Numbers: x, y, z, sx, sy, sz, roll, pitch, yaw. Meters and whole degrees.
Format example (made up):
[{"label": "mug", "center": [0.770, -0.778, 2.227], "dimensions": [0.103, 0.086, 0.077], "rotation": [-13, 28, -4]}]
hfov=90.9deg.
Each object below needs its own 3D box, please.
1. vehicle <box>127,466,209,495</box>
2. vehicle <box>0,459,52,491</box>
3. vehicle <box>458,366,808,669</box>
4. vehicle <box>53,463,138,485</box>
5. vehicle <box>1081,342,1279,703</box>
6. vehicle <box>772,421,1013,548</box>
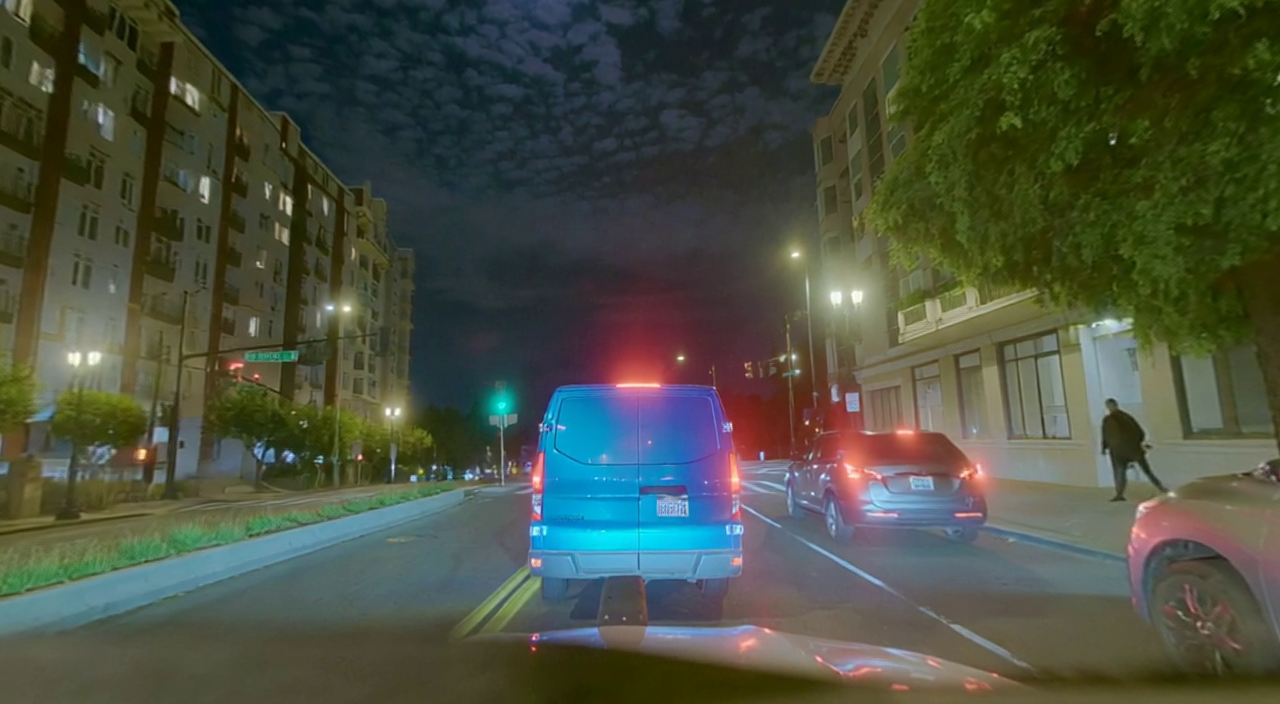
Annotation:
[{"label": "vehicle", "center": [-33.262, 9.067, 44.514], "dimensions": [4.292, 1.492, 1.772], "rotation": [-6, -14, -1]}, {"label": "vehicle", "center": [-35.544, 6.837, 35.154], "dimensions": [3.843, 1.680, 1.782], "rotation": [-1, -9, 5]}, {"label": "vehicle", "center": [-0.040, 1.318, 6.037], "dimensions": [2.101, 1.828, 4.270], "rotation": [0, -9, 0]}, {"label": "vehicle", "center": [-38.469, 8.630, 44.628], "dimensions": [4.396, 1.458, 1.809], "rotation": [-1, -9, 2]}, {"label": "vehicle", "center": [3.809, 0.696, 1.765], "dimensions": [2.157, 1.748, 4.130], "rotation": [0, -9, 1]}, {"label": "vehicle", "center": [3.908, 2.137, 10.910], "dimensions": [2.061, 1.676, 4.734], "rotation": [0, -9, -2]}]
